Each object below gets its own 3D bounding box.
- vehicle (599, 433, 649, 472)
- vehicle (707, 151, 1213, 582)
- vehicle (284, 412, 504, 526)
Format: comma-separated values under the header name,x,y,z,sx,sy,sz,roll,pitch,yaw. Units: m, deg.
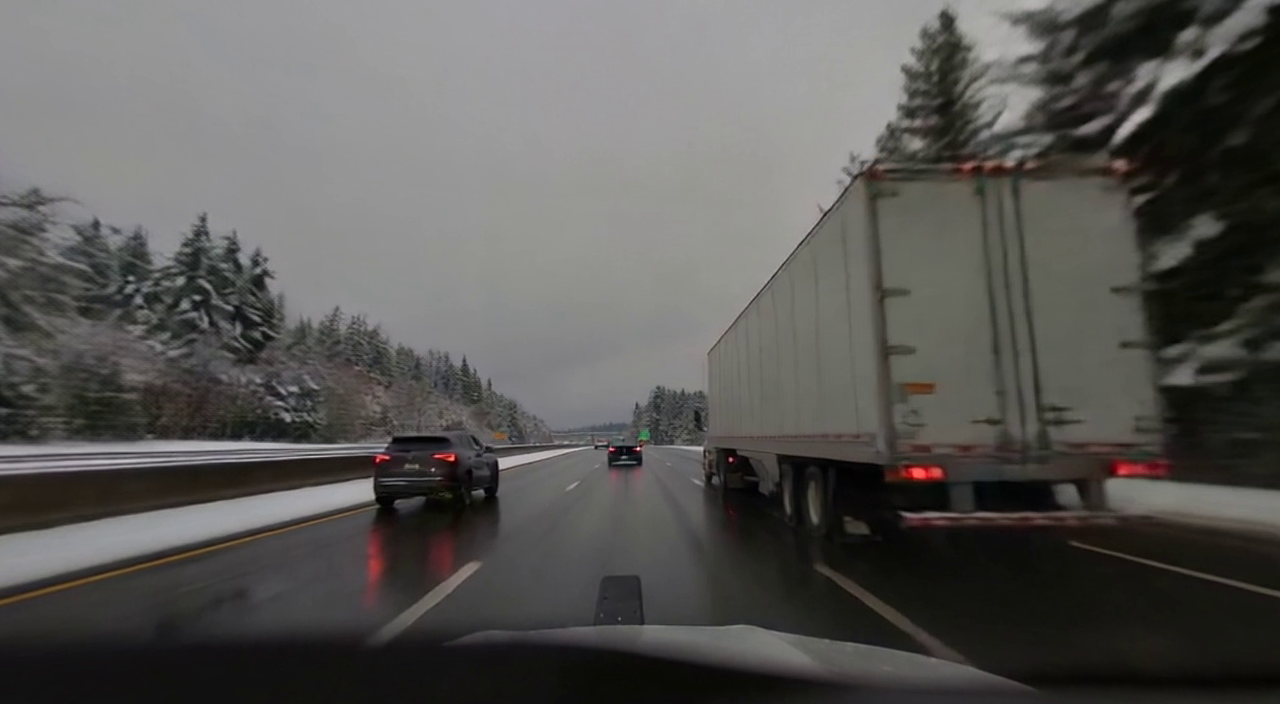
name,x,y,z,sx,sy,sz,roll,pitch,yaw
vehicle,-0.661,4.422,27.884,2.048,1.563,4.087,0,-8,0
vehicle,3.716,1.048,13.232,2.946,4.111,14.652,0,-8,0
vehicle,-4.220,2.090,11.850,2.264,1.699,4.648,0,-8,0
